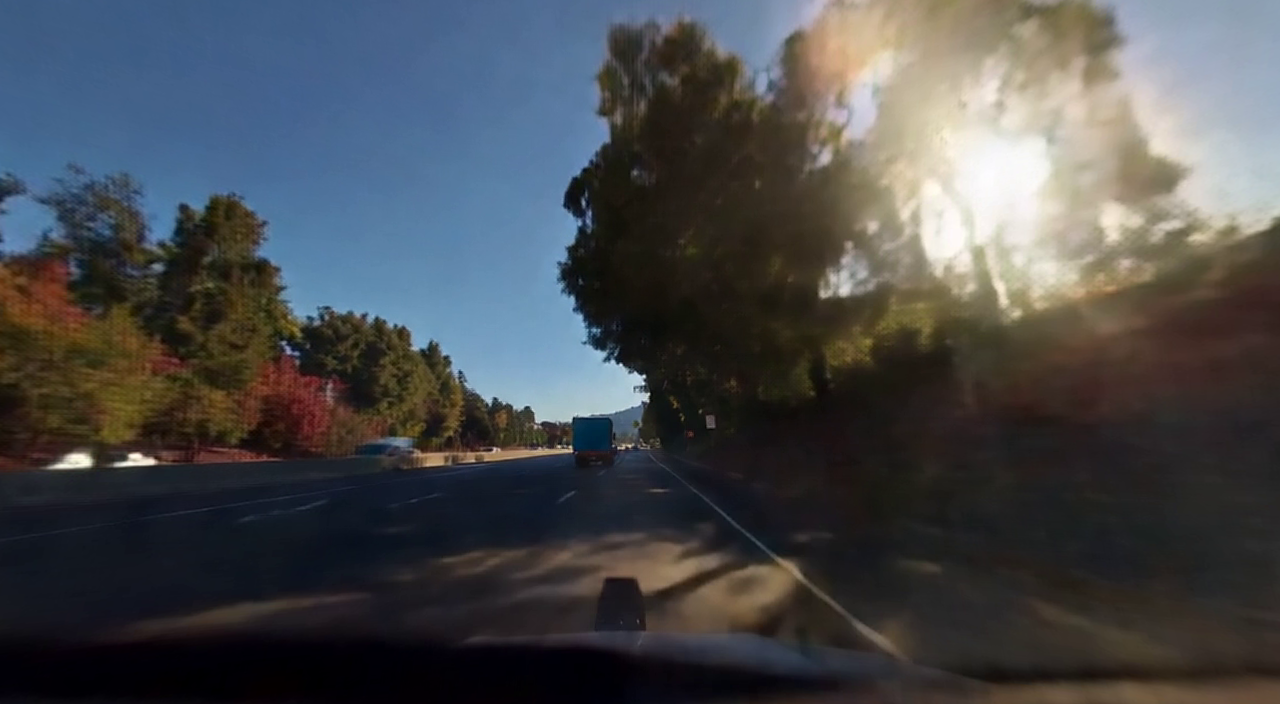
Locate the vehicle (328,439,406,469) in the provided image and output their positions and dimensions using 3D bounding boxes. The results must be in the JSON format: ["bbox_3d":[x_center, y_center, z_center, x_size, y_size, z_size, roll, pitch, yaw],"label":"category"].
[{"bbox_3d":[-17.481,6.553,40.811,2.500,1.763,5.756,0,-9,0],"label":"vehicle"}]

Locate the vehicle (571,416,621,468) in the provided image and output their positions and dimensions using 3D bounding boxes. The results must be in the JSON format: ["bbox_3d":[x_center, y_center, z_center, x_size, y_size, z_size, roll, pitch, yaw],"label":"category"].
[{"bbox_3d":[-2.963,6.421,45.052,2.874,3.309,8.208,0,-8,0],"label":"vehicle"}]

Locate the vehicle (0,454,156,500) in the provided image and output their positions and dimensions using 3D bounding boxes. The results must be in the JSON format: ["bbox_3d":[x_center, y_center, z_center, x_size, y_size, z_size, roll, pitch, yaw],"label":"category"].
[{"bbox_3d":[-21.341,4.730,24.297,1.915,1.525,4.408,0,-9,0],"label":"vehicle"}]
